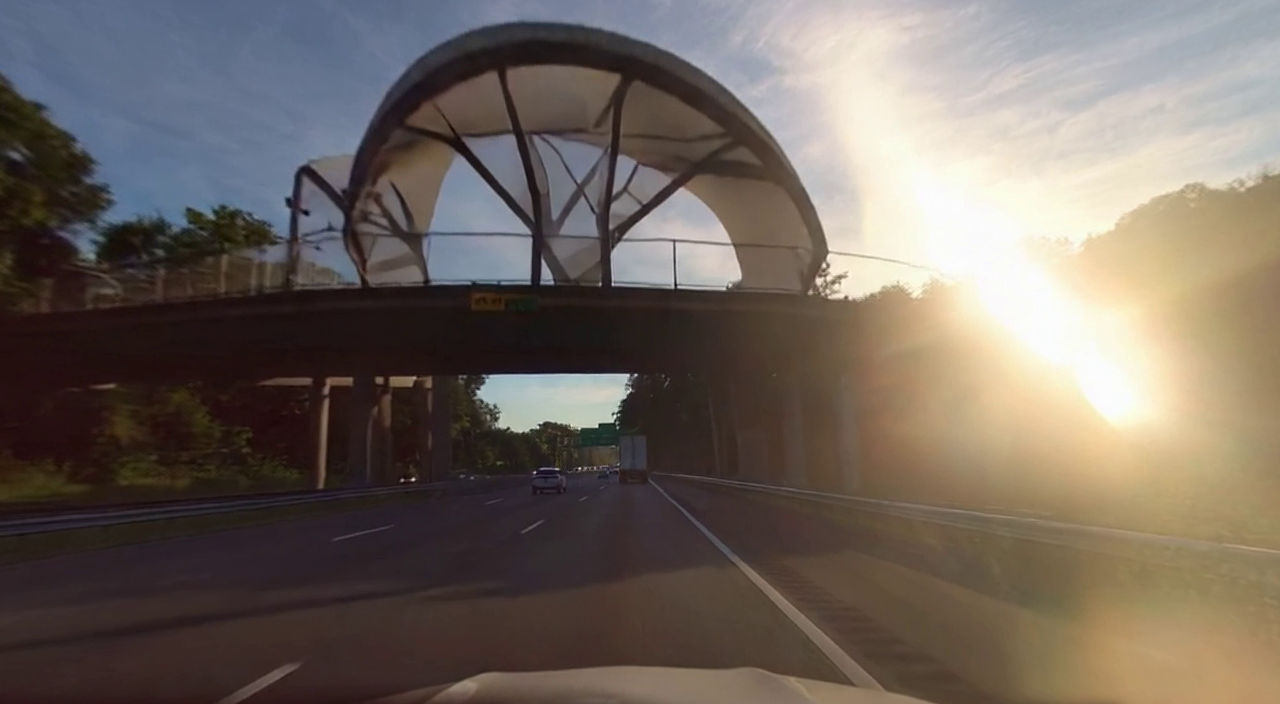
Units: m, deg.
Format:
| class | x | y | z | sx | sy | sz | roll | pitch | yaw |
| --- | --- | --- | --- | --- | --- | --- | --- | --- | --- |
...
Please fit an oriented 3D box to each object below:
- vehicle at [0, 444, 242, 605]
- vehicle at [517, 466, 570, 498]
| class | x | y | z | sx | sy | sz | roll | pitch | yaw |
| --- | --- | --- | --- | --- | --- | --- | --- | --- | --- |
| vehicle | -7.504 | 2.086 | 8.220 | 1.899 | 1.615 | 4.097 | 1 | -10 | 0 |
| vehicle | -4.863 | 6.616 | 32.371 | 1.950 | 1.460 | 4.812 | 0 | -10 | 0 |
